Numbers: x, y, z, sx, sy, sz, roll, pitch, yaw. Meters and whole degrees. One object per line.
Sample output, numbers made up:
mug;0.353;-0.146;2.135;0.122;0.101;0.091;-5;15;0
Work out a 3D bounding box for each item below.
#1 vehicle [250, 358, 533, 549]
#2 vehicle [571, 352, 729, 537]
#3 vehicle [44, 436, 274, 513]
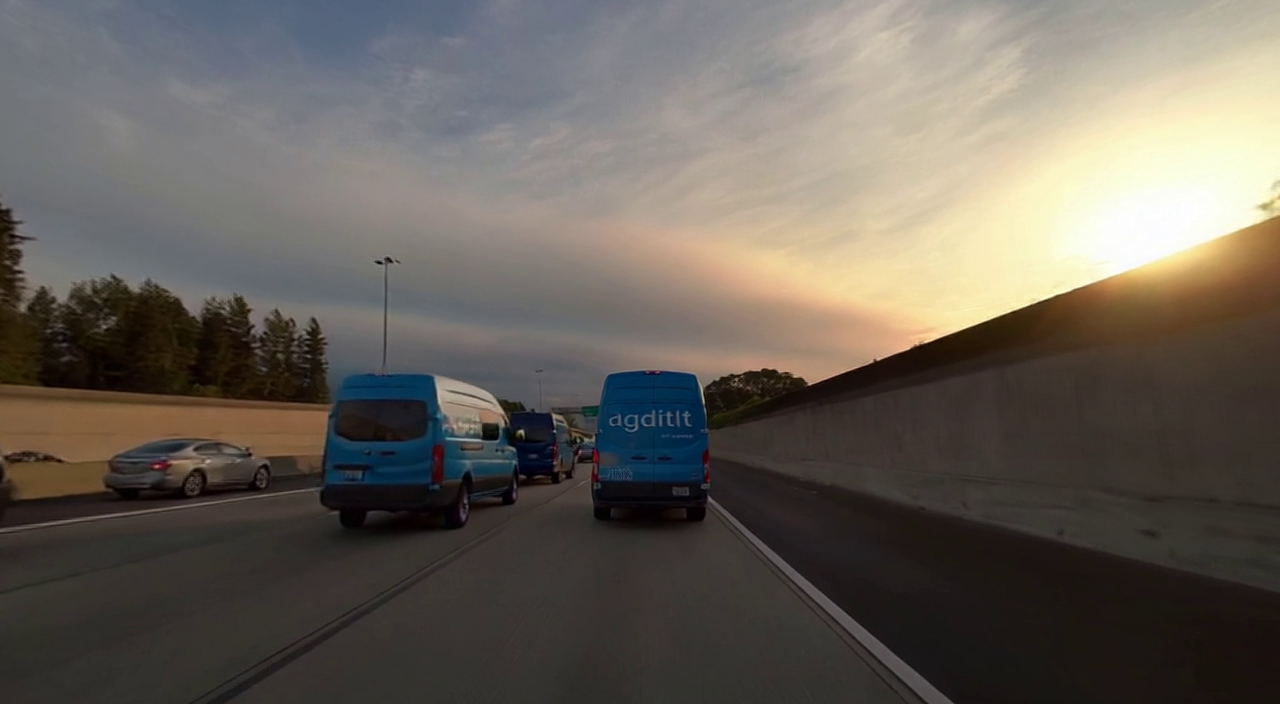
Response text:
vehicle;-3.635;1.691;10.871;2.729;2.439;5.418;0;-8;-1
vehicle;0.155;1.824;12.576;2.316;2.738;6.398;0;-9;0
vehicle;-11.038;2.814;15.000;1.839;1.524;4.449;0;-8;2
